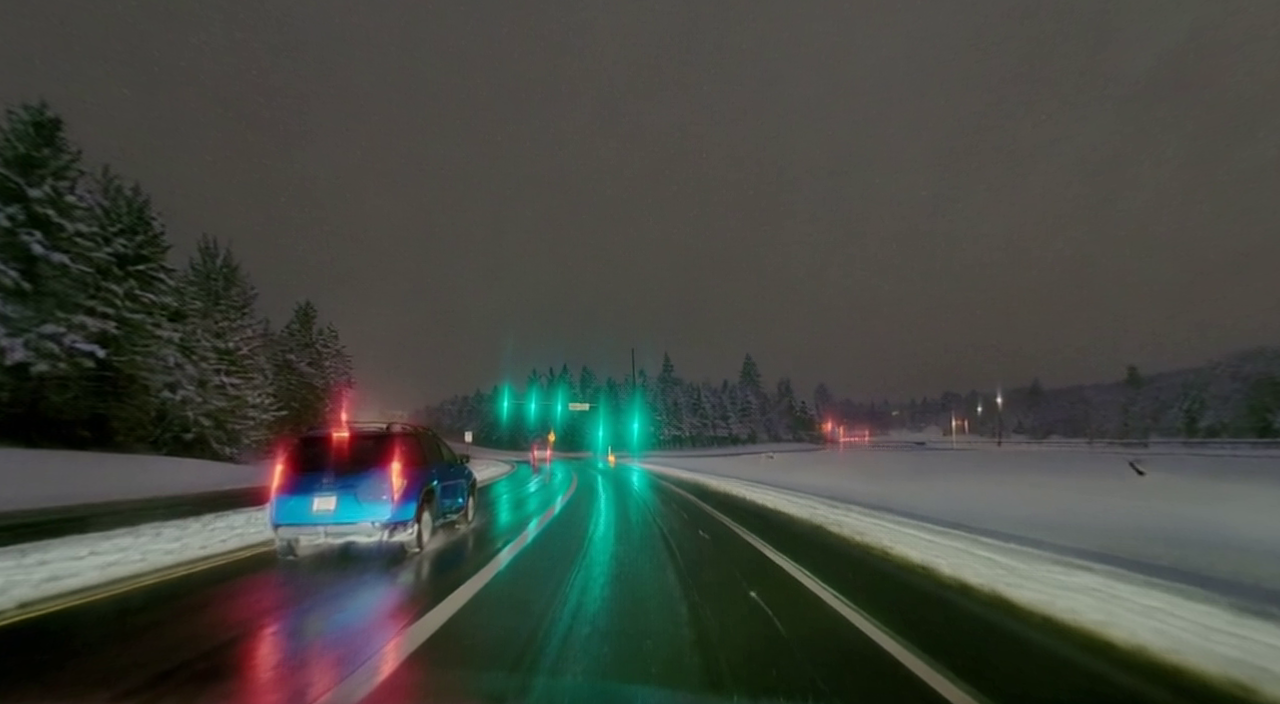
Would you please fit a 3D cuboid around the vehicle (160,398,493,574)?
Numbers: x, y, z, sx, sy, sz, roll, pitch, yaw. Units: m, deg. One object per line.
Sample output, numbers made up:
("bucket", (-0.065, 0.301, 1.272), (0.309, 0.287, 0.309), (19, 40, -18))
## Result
("vehicle", (-3.921, 1.790, 9.258), (2.336, 1.857, 4.986), (0, -8, 0))
